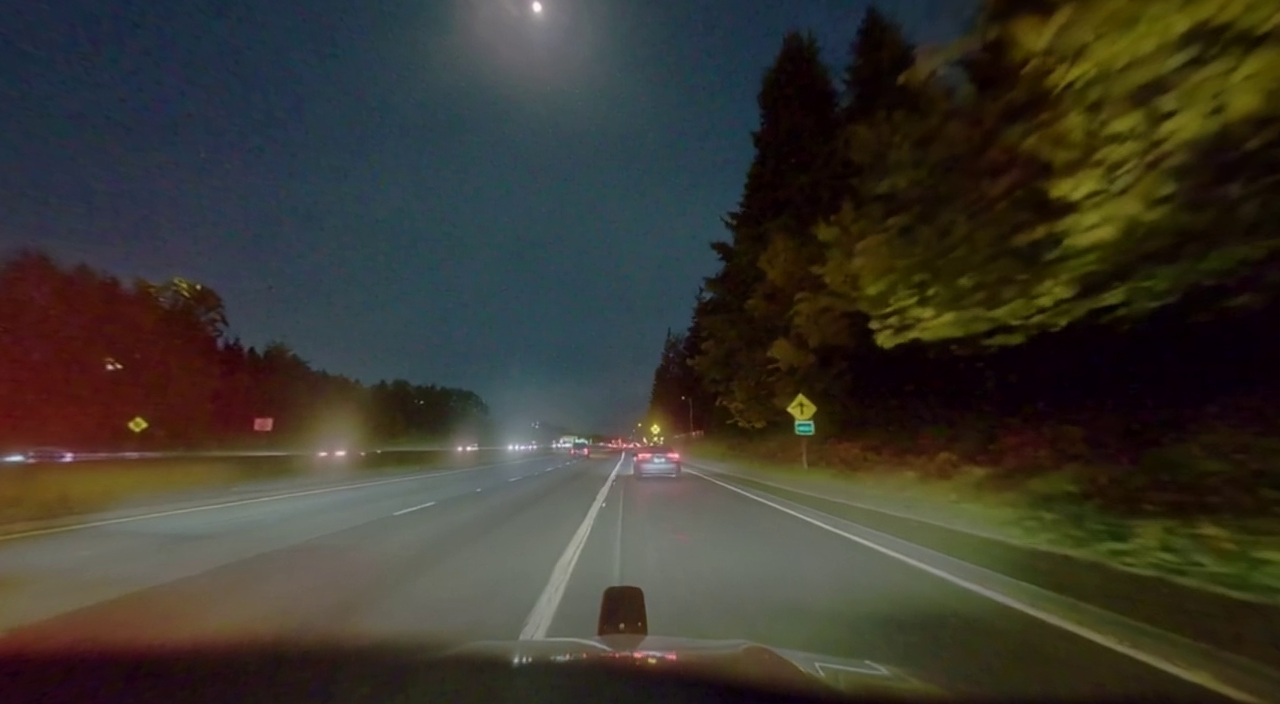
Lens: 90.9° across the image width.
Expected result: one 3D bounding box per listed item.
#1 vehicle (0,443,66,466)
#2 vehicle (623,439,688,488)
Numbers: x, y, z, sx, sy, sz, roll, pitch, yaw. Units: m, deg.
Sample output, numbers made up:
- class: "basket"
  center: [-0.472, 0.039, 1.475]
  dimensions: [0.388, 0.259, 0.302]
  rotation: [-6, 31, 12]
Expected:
- class: "vehicle"
  center: [-43.481, 7.265, 44.653]
  dimensions: [1.794, 1.504, 4.380]
  rotation: [1, -9, -8]
- class: "vehicle"
  center: [0.414, 3.664, 21.010]
  dimensions: [1.960, 1.456, 3.818]
  rotation: [0, -9, -2]
